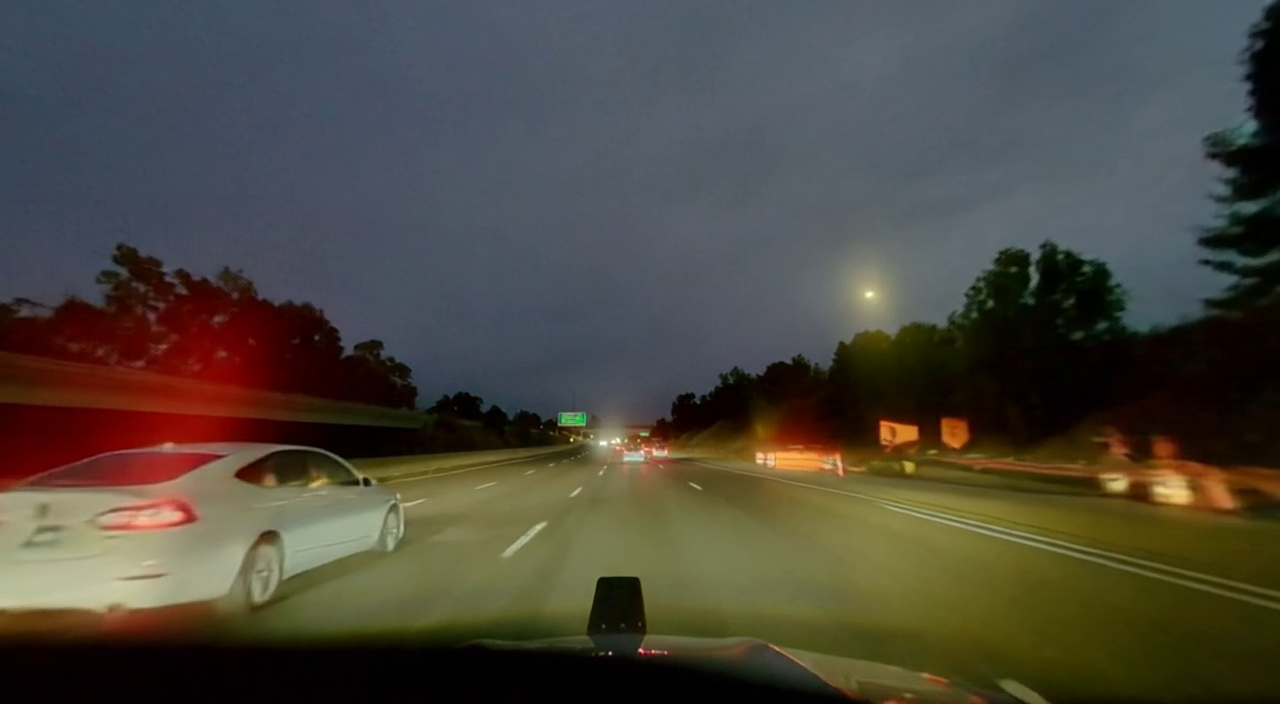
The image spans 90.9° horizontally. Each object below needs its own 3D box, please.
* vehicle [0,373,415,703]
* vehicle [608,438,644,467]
[{"bbox_3d":[-3.821,1.257,5.255,2.114,1.650,4.730,0,-8,0],"label":"vehicle"},{"bbox_3d":[-1.001,6.802,42.959,2.328,1.805,4.502,0,-8,-3],"label":"vehicle"}]
